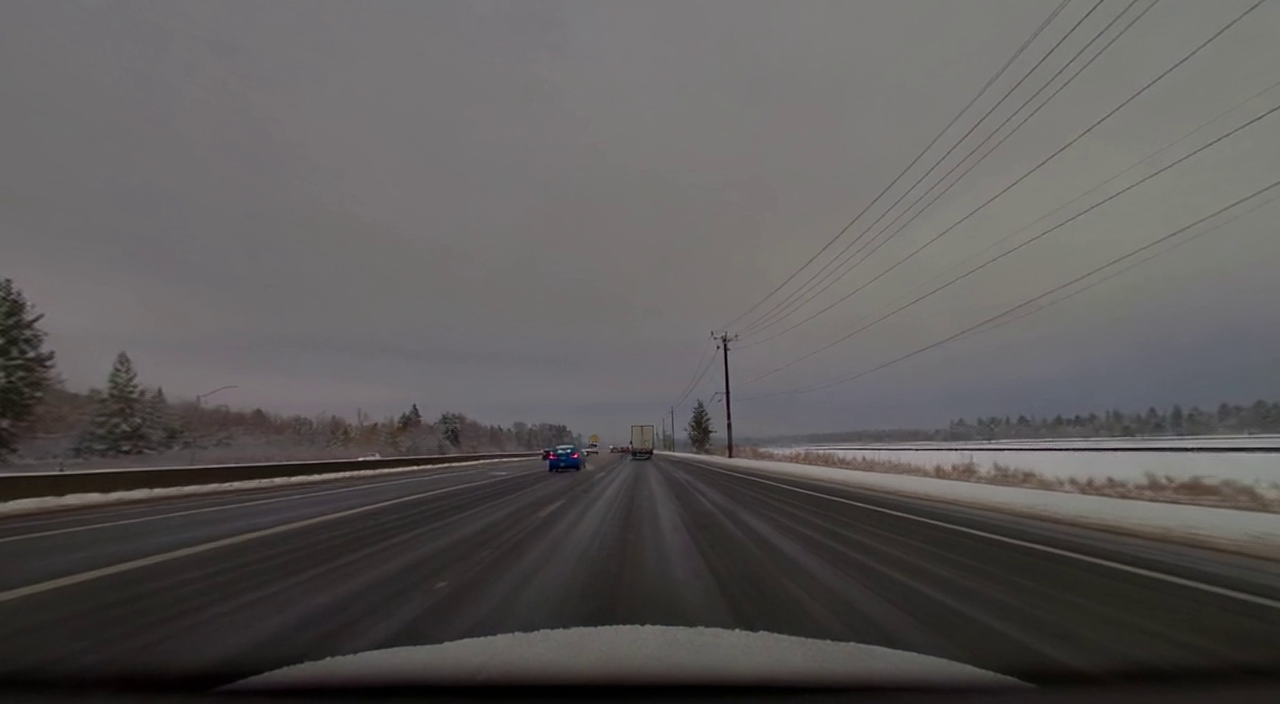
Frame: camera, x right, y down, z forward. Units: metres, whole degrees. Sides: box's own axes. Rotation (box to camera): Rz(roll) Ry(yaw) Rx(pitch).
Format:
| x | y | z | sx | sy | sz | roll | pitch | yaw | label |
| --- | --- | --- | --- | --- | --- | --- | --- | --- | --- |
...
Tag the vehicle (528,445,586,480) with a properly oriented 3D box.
| x | y | z | sx | sy | sz | roll | pitch | yaw | label |
| --- | --- | --- | --- | --- | --- | --- | --- | --- | --- |
| -3.841 | 5.194 | 29.906 | 2.104 | 1.501 | 4.459 | 0 | -9 | 0 | vehicle |
